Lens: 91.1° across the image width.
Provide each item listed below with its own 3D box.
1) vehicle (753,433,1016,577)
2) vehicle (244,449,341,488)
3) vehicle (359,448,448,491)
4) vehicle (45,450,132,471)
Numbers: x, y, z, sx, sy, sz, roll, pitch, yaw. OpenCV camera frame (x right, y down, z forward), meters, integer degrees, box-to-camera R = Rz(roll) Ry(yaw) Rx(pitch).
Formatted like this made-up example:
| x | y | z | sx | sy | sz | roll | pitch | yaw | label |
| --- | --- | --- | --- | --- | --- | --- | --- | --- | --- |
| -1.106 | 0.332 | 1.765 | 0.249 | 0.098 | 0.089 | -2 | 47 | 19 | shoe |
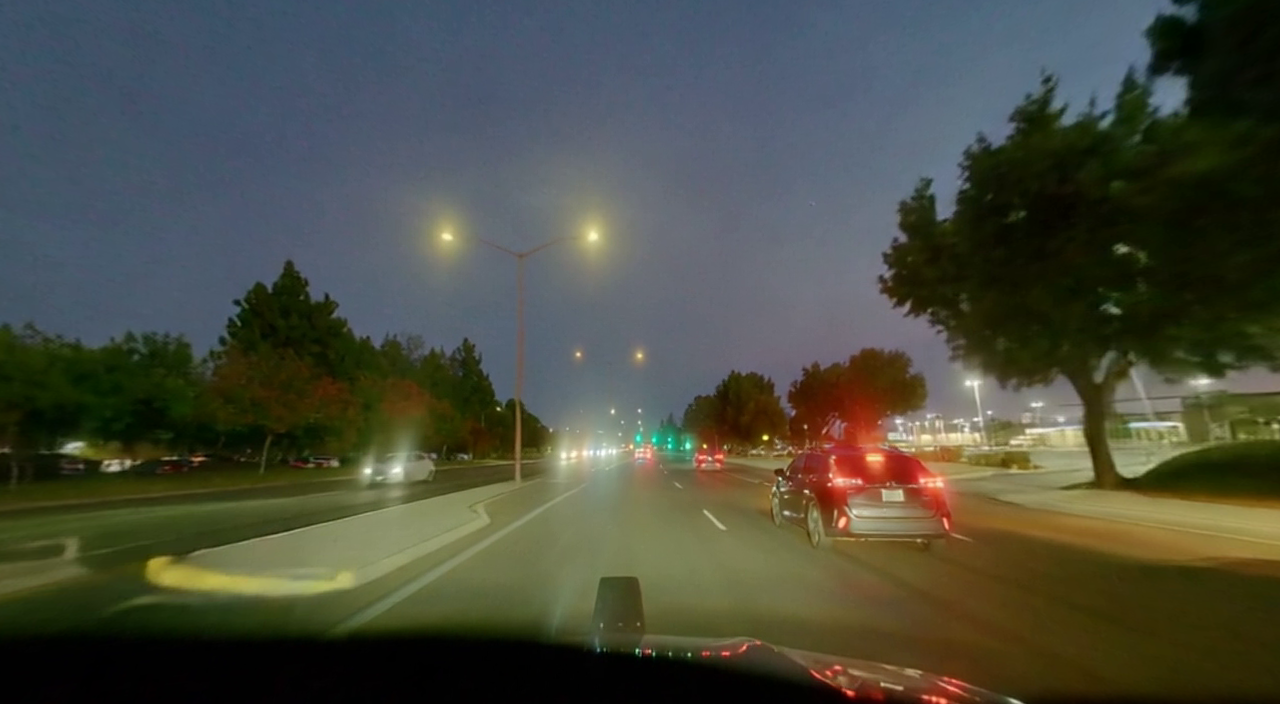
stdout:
| x | y | z | sx | sy | sz | roll | pitch | yaw | label |
| --- | --- | --- | --- | --- | --- | --- | --- | --- | --- |
| 2.984 | 1.954 | 8.882 | 1.935 | 1.501 | 4.384 | 0 | -9 | 0 | vehicle |
| -15.874 | 5.327 | 28.975 | 1.951 | 1.628 | 4.325 | 0 | -9 | 1 | vehicle |
| -9.006 | 4.462 | 24.272 | 1.853 | 1.504 | 3.791 | 0 | -9 | 1 | vehicle |
| -41.488 | 8.166 | 47.304 | 4.576 | 1.486 | 1.909 | 0 | -9 | -2 | vehicle |
